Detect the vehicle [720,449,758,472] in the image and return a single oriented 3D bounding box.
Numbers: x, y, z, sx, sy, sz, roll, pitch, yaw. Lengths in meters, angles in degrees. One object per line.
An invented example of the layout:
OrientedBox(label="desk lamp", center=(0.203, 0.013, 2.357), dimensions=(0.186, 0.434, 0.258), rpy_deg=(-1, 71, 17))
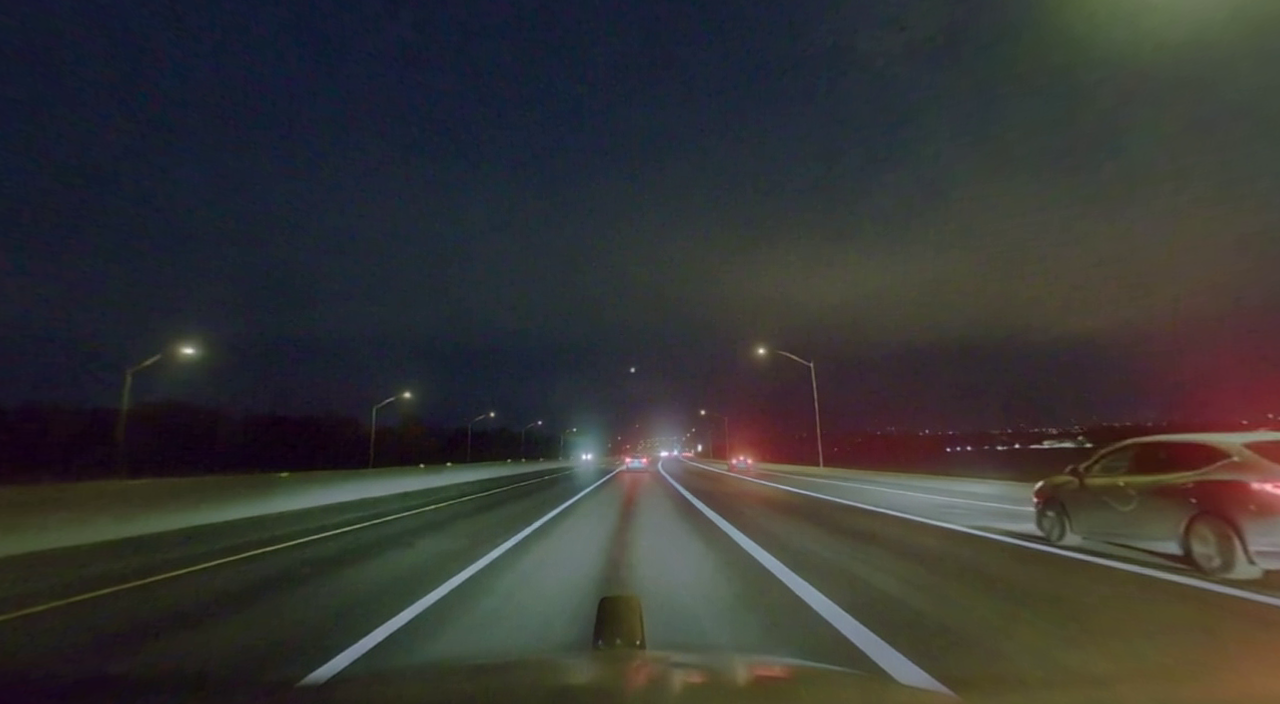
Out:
OrientedBox(label="vehicle", center=(6.786, 7.435, 43.276), dimensions=(1.941, 1.485, 3.701), rpy_deg=(0, -9, -1))

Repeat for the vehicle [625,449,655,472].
OrientedBox(label="vehicle", center=(-0.014, 7.783, 45.091), dimensions=(2.025, 1.526, 4.181), rpy_deg=(0, -9, 0))

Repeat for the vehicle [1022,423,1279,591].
OrientedBox(label="vehicle", center=(6.895, 1.649, 7.236), dimensions=(2.008, 1.533, 4.592), rpy_deg=(0, -9, -1))
